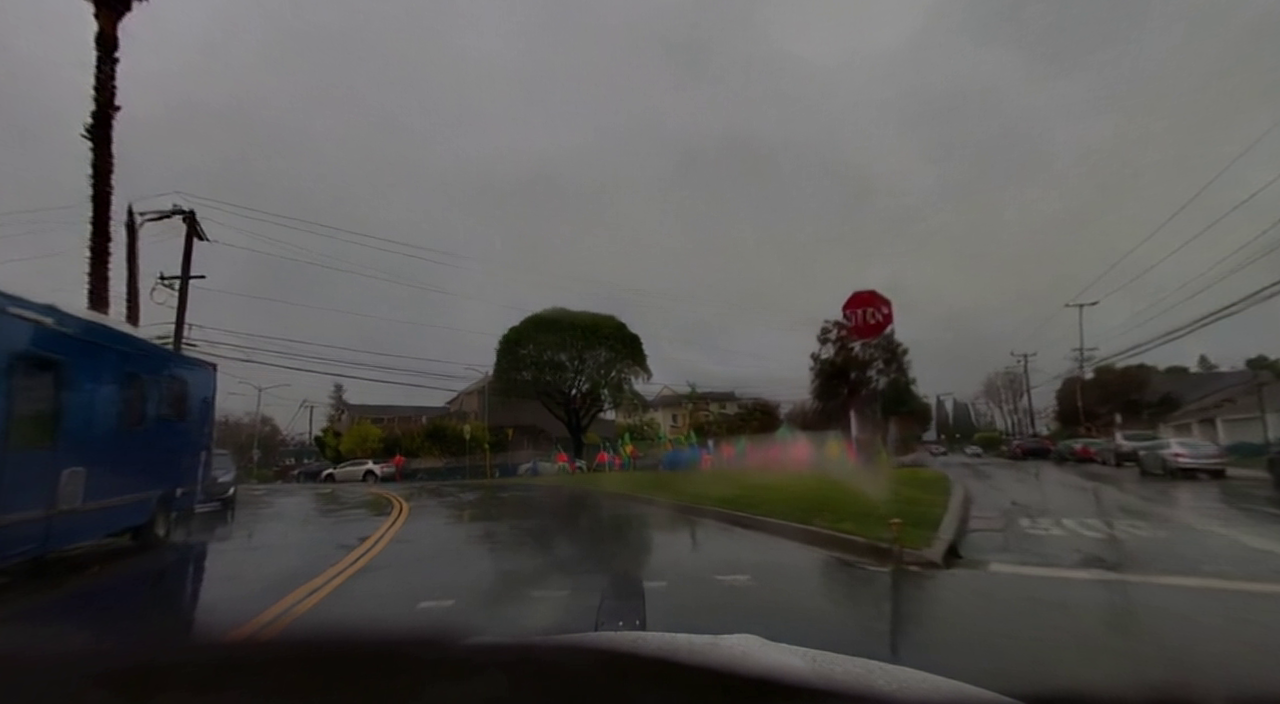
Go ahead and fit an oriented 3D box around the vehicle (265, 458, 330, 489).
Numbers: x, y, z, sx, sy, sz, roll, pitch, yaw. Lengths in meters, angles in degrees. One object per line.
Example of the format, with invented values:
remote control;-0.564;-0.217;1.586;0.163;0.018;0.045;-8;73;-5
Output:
vehicle;-25.703;9.080;47.344;4.844;1.974;2.092;-4;-7;31

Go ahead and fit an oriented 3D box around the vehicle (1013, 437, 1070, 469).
vehicle;28.991;7.230;45.796;2.094;1.992;4.941;-2;-6;17

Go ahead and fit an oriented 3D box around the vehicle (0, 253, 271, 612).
vehicle;-8.969;1.104;9.078;3.216;3.720;11.364;1;-6;-14

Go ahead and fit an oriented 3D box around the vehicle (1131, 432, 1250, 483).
vehicle;21.601;4.101;25.047;2.016;1.687;4.272;-2;-6;19

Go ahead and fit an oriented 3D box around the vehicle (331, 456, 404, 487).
vehicle;-18.955;8.255;43.889;4.586;1.784;1.890;-2;-6;22

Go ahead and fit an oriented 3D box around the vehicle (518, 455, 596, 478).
vehicle;-5.472;7.560;41.905;4.966;1.377;1.739;0;-6;-2

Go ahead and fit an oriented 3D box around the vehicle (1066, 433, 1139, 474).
vehicle;25.143;5.440;34.517;1.974;1.894;4.810;-3;-6;22

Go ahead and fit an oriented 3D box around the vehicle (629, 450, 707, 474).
vehicle;1.889;7.424;42.787;4.952;1.472;1.837;2;-7;-15

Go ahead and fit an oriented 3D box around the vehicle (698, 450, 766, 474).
vehicle;6.507;7.716;44.570;4.461;1.417;1.781;2;-6;-24
